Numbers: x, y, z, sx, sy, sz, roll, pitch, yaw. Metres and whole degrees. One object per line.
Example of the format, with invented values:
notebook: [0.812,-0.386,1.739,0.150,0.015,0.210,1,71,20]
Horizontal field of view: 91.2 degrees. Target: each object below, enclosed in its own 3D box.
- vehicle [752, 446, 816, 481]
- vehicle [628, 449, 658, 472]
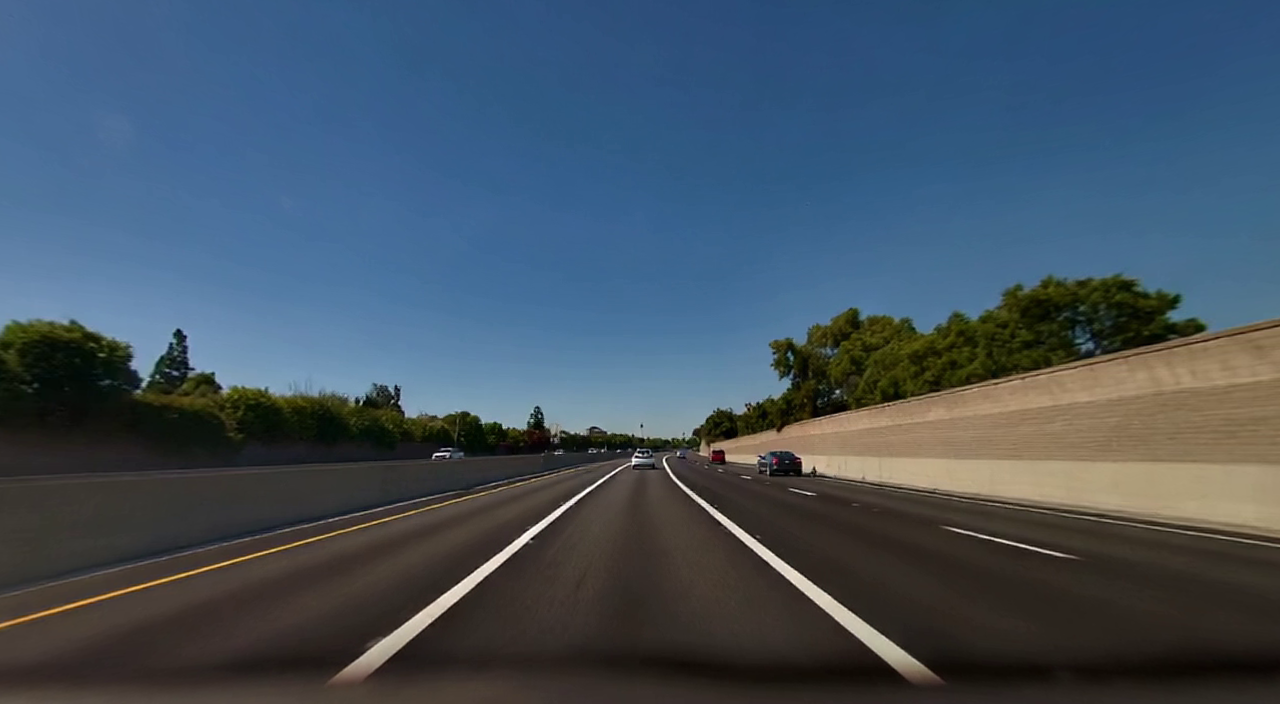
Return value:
vehicle: [6.993,5.455,30.894,2.008,1.533,4.592,0,-9,-1]
vehicle: [0.196,7.597,44.203,2.025,1.526,4.181,0,-9,0]
